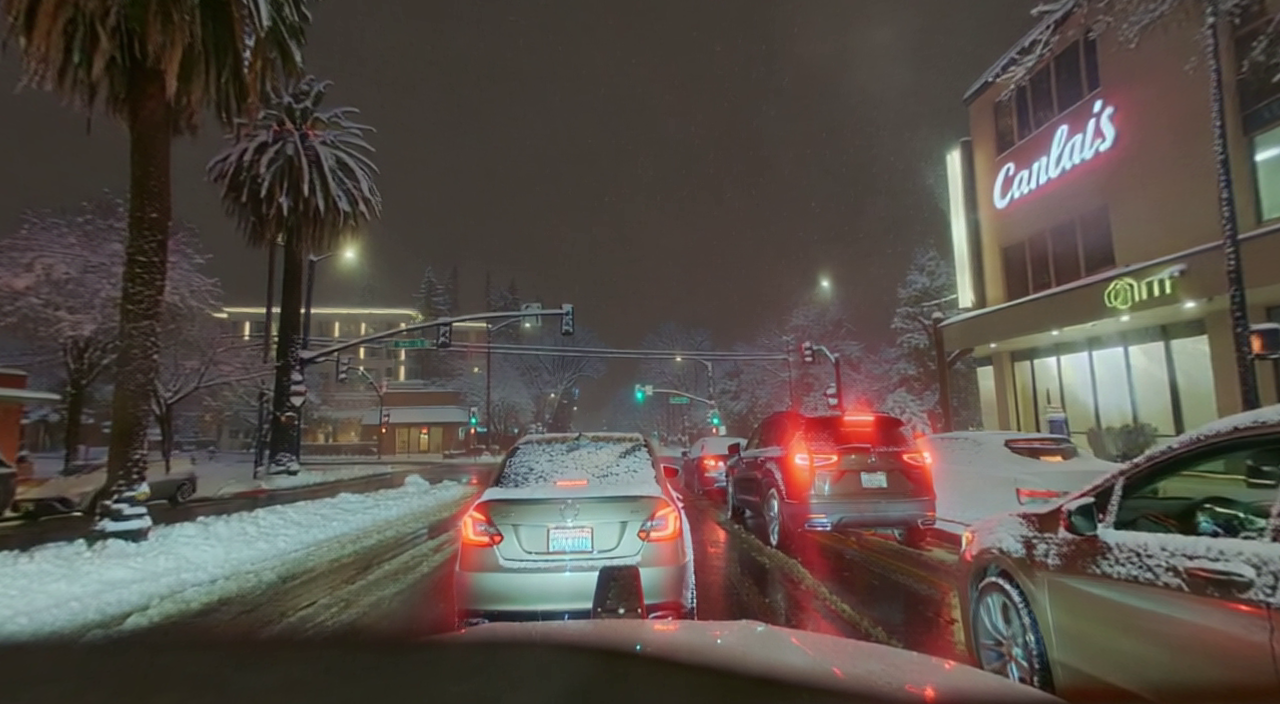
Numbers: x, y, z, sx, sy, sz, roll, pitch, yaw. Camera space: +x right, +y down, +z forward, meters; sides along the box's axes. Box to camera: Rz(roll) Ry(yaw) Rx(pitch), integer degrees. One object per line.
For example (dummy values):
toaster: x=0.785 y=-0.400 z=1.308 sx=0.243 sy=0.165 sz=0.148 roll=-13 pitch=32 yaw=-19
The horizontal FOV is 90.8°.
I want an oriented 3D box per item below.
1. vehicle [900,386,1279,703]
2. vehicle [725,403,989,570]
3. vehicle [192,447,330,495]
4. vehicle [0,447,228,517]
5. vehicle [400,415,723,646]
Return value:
vehicle: x=2.622 y=0.813 z=1.477 sx=2.085 sy=1.469 sz=4.458 roll=0 pitch=-9 yaw=-1
vehicle: x=2.636 y=1.776 z=9.069 sx=2.096 sy=1.775 sz=4.440 roll=0 pitch=-9 yaw=-2
vehicle: x=-12.859 y=4.029 z=21.880 sx=1.856 sy=1.455 sz=4.700 roll=0 pitch=-9 yaw=0
vehicle: x=-12.855 y=3.142 z=15.920 sx=1.870 sy=1.475 sz=4.531 roll=0 pitch=-9 yaw=0
vehicle: x=-0.519 y=1.471 z=6.225 sx=2.096 sy=1.492 sz=4.071 roll=0 pitch=-9 yaw=0
